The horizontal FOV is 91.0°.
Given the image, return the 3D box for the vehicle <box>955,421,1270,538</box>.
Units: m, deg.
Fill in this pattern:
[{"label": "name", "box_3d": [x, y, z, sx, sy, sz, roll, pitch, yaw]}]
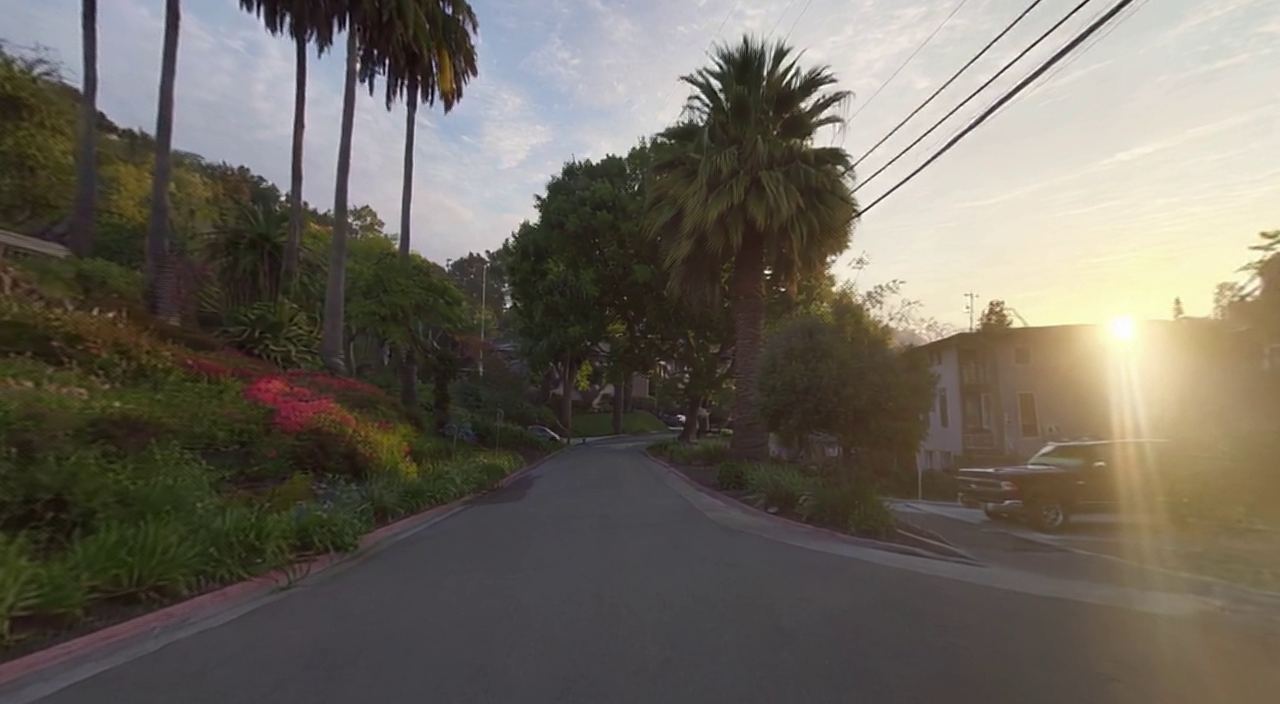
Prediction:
[{"label": "vehicle", "box_3d": [9.305, 2.503, 12.427, 5.663, 1.913, 2.170, 5, -11, -21]}]
